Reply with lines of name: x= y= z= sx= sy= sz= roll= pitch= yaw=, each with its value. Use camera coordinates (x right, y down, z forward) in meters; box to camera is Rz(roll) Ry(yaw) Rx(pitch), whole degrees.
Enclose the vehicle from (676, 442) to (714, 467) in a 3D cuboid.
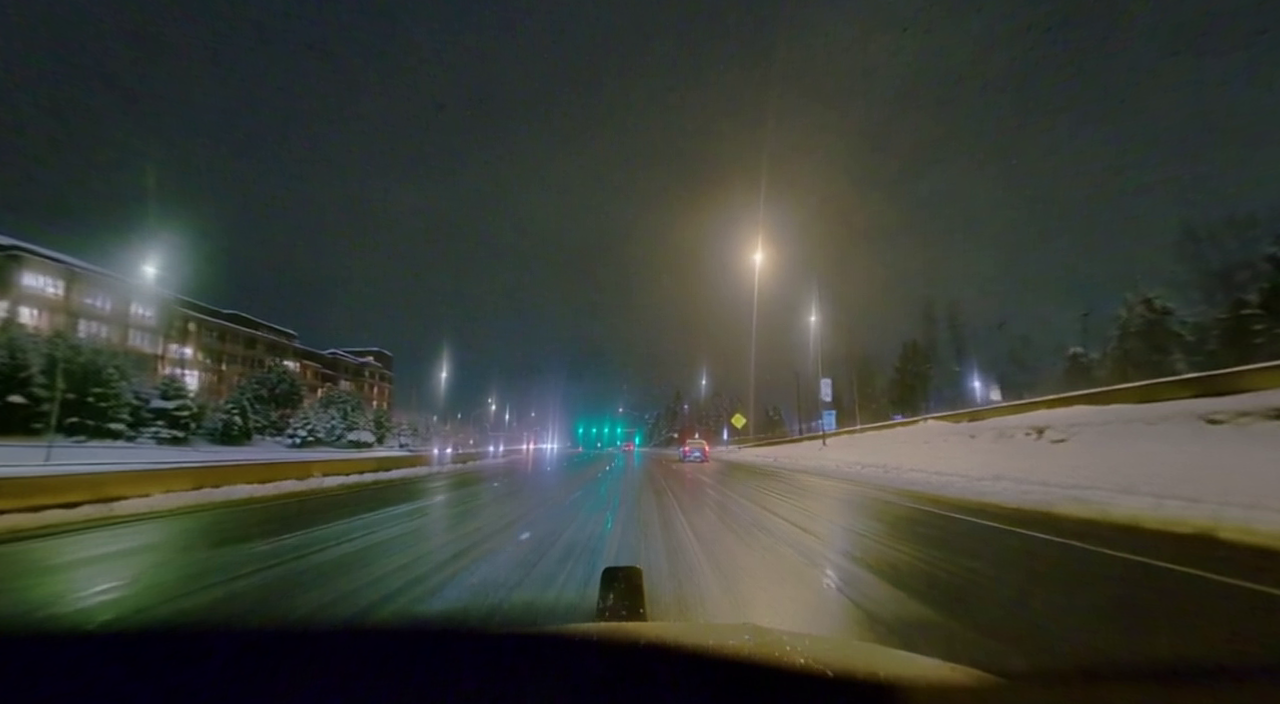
vehicle: x=3.454 y=6.520 z=40.402 sx=1.926 sy=1.477 sz=4.025 roll=0 pitch=-8 yaw=-2
